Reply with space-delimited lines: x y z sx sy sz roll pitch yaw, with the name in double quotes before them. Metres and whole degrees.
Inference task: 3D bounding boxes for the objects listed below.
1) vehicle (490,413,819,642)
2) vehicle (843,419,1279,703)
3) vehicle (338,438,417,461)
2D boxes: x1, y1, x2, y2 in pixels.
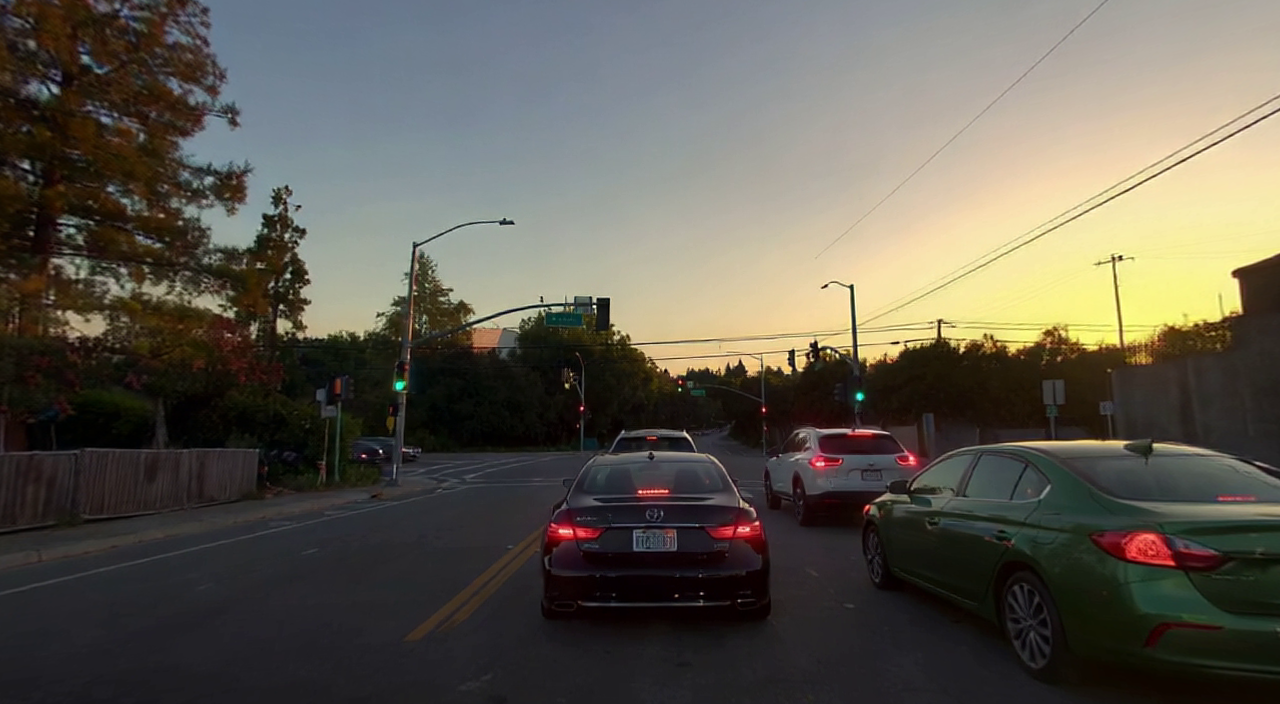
"vehicle" 0.067 1.485 6.427 2.170 1.497 4.369 0 -8 -1
"vehicle" 3.086 1.247 4.138 2.027 1.432 4.431 0 -8 0
"vehicle" -17.233 6.404 41.461 4.406 1.458 1.892 -1 -8 7
